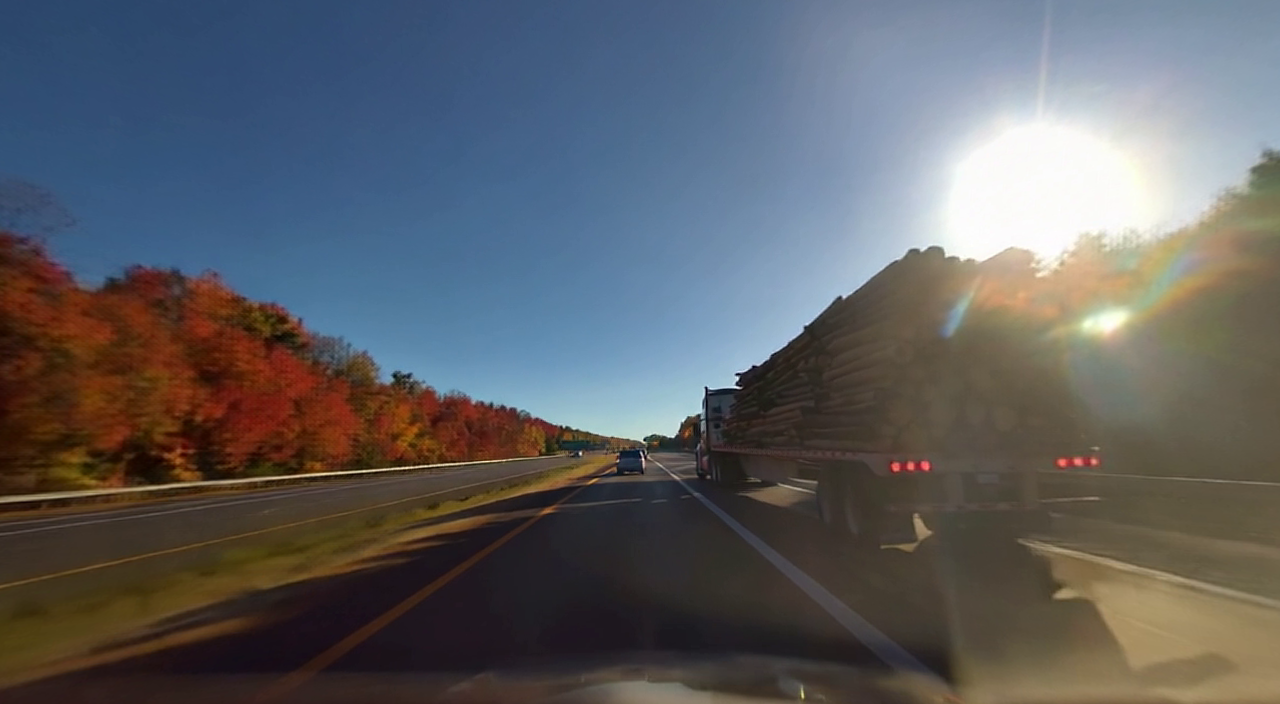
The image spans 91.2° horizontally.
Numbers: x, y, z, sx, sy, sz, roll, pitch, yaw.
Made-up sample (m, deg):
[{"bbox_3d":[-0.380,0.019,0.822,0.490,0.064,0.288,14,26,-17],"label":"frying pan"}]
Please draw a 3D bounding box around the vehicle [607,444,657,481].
[{"bbox_3d":[-0.348,4.936,28.222,2.099,1.506,4.097,-1,-9,0],"label":"vehicle"}]

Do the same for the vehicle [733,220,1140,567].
[{"bbox_3d":[3.896,1.021,11.259,3.004,3.923,8.363,0,-9,-1],"label":"vehicle"}]
